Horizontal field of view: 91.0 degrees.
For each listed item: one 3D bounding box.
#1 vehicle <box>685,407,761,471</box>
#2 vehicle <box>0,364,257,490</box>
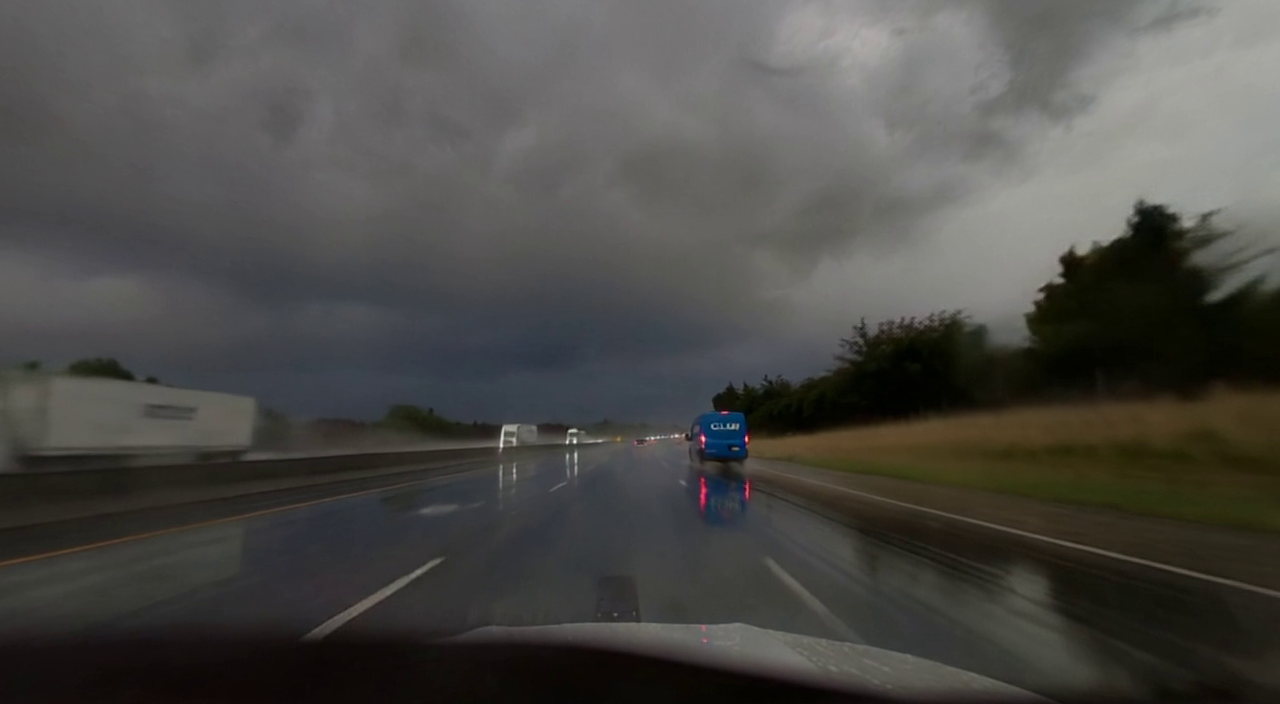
[{"bbox_3d":[3.589,3.943,28.436,2.485,2.562,5.535,0,-8,-2],"label":"vehicle"},{"bbox_3d":[-22.396,3.406,27.116,2.874,4.074,14.233,-1,-8,0],"label":"vehicle"}]
